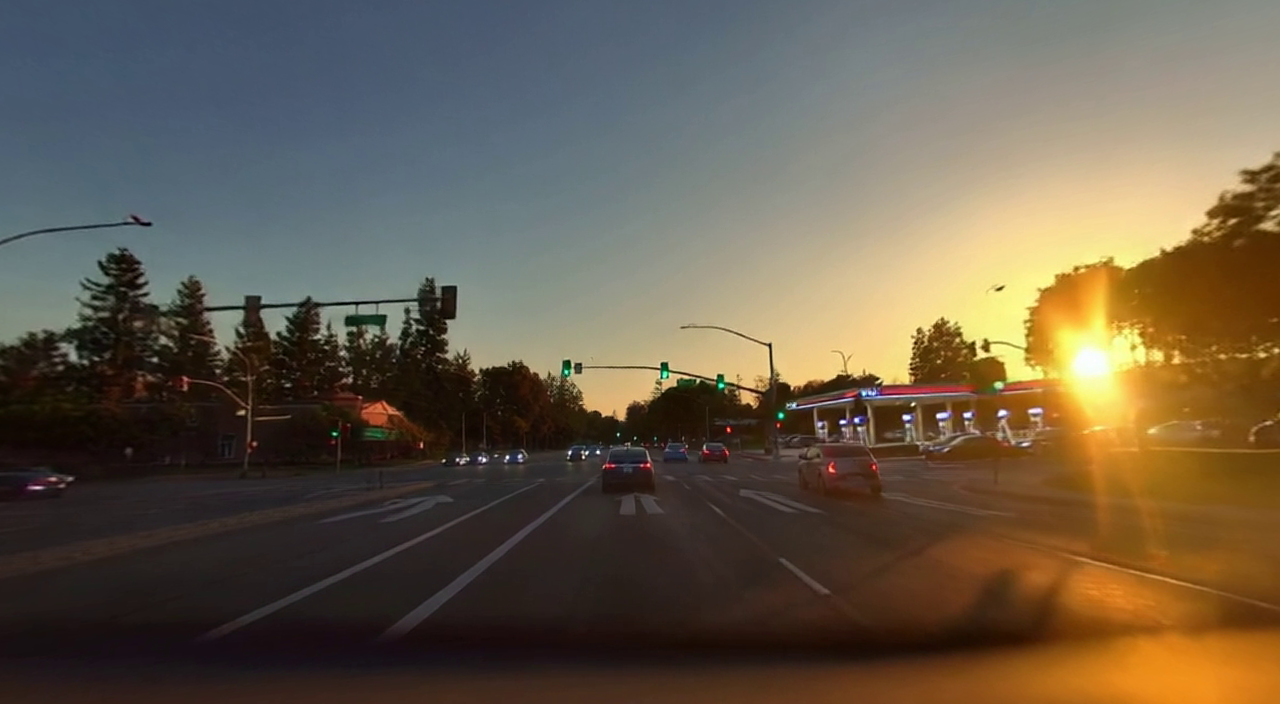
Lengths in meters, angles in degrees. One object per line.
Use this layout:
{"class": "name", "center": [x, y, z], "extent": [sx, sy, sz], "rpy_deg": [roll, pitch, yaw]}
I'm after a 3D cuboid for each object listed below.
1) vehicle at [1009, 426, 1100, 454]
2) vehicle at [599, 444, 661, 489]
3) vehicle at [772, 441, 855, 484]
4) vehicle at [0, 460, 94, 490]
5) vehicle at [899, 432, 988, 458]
{"class": "vehicle", "center": [27.406, 5.861, 41.858], "extent": [4.724, 1.793, 1.777], "rpy_deg": [0, -8, 1]}
{"class": "vehicle", "center": [-0.322, 4.052, 22.751], "extent": [2.040, 1.451, 3.736], "rpy_deg": [0, -8, 0]}
{"class": "vehicle", "center": [6.489, 4.158, 24.143], "extent": [1.890, 1.489, 4.396], "rpy_deg": [0, -8, 0]}
{"class": "vehicle", "center": [-34.569, 7.070, 36.413], "extent": [4.287, 1.612, 1.993], "rpy_deg": [0, -8, 2]}
{"class": "vehicle", "center": [20.011, 6.176, 41.725], "extent": [4.796, 1.488, 1.966], "rpy_deg": [-2, -9, -1]}
